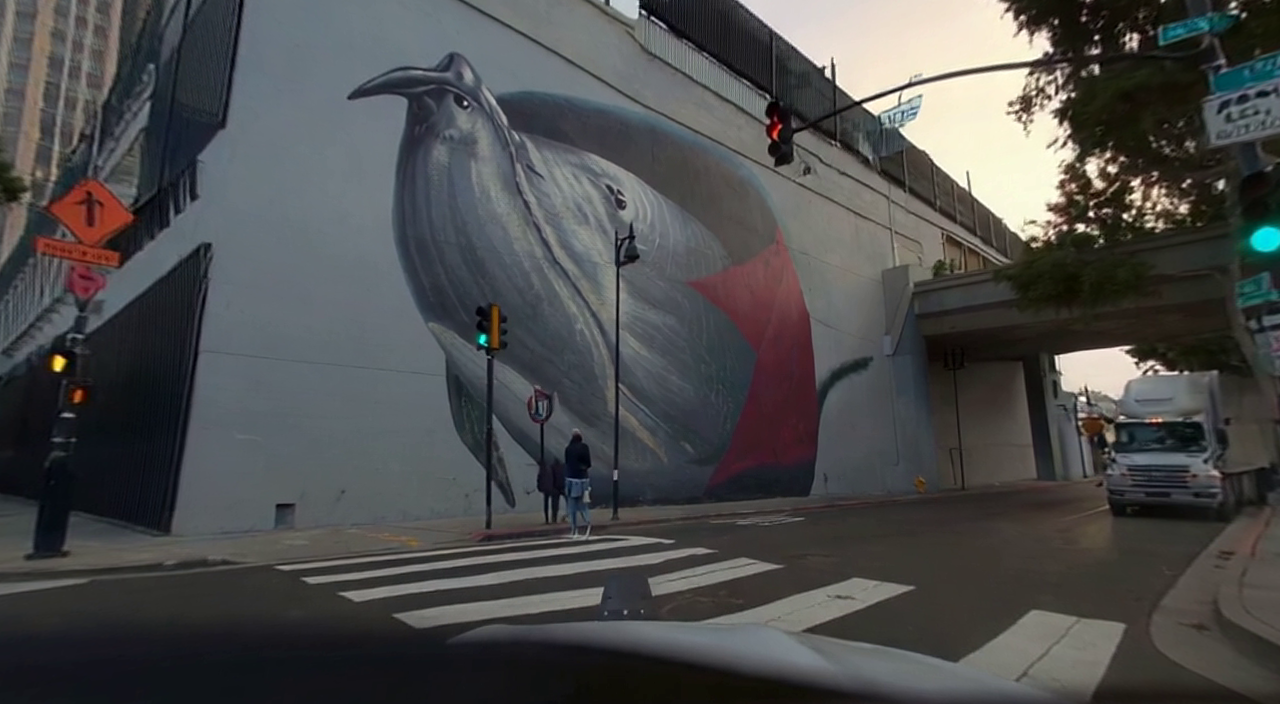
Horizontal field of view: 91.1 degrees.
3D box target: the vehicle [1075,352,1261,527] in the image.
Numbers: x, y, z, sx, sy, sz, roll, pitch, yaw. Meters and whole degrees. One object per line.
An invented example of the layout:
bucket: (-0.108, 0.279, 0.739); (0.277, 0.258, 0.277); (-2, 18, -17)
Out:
vehicle: (15.700, 2.556, 18.309); (9.347, 3.893, 2.849); (8, -12, -44)
